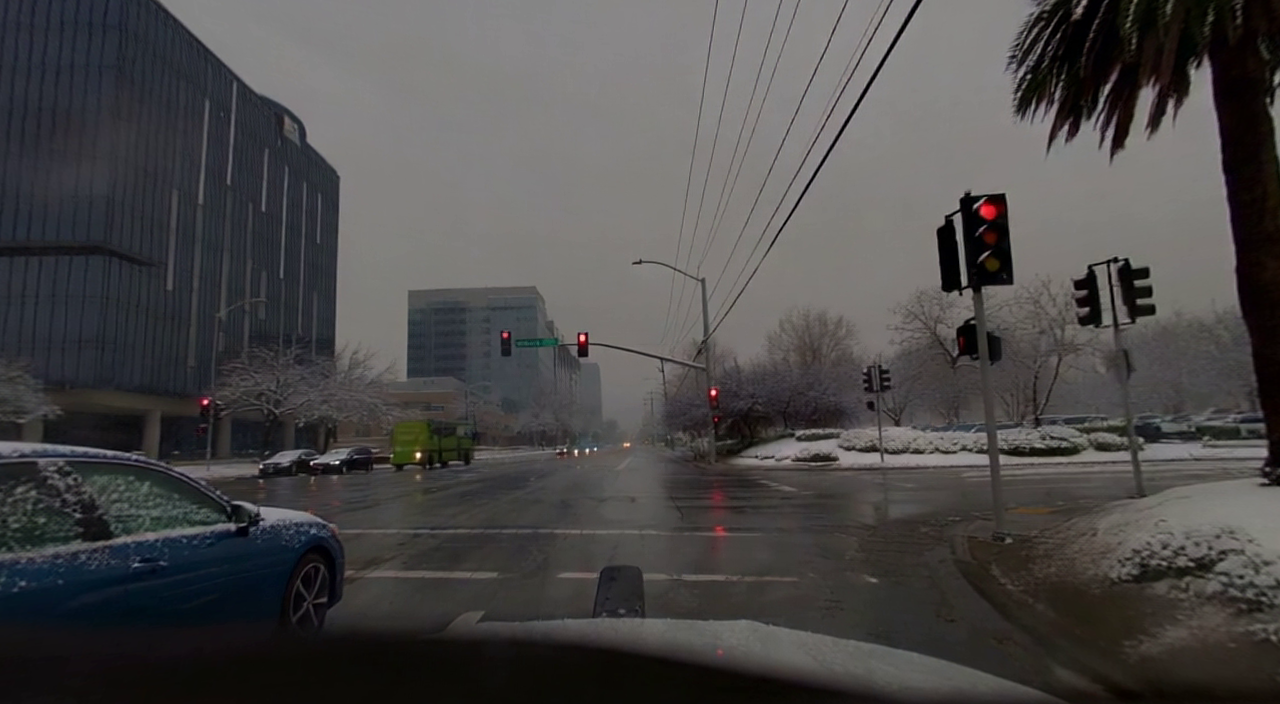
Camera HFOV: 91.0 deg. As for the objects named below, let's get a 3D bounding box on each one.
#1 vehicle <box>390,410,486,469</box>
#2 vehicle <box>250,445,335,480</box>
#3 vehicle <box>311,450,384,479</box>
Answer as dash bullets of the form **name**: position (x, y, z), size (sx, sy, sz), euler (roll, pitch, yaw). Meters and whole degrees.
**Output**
- **vehicle**: position (-14.991, 6.757, 48.035), size (3.014, 3.949, 11.279), euler (0, -9, 3)
- **vehicle**: position (-19.081, 6.059, 34.844), size (2.017, 1.739, 4.569), euler (0, -9, 1)
- **vehicle**: position (-15.357, 5.923, 33.305), size (1.875, 1.389, 3.784), euler (0, -9, 3)
